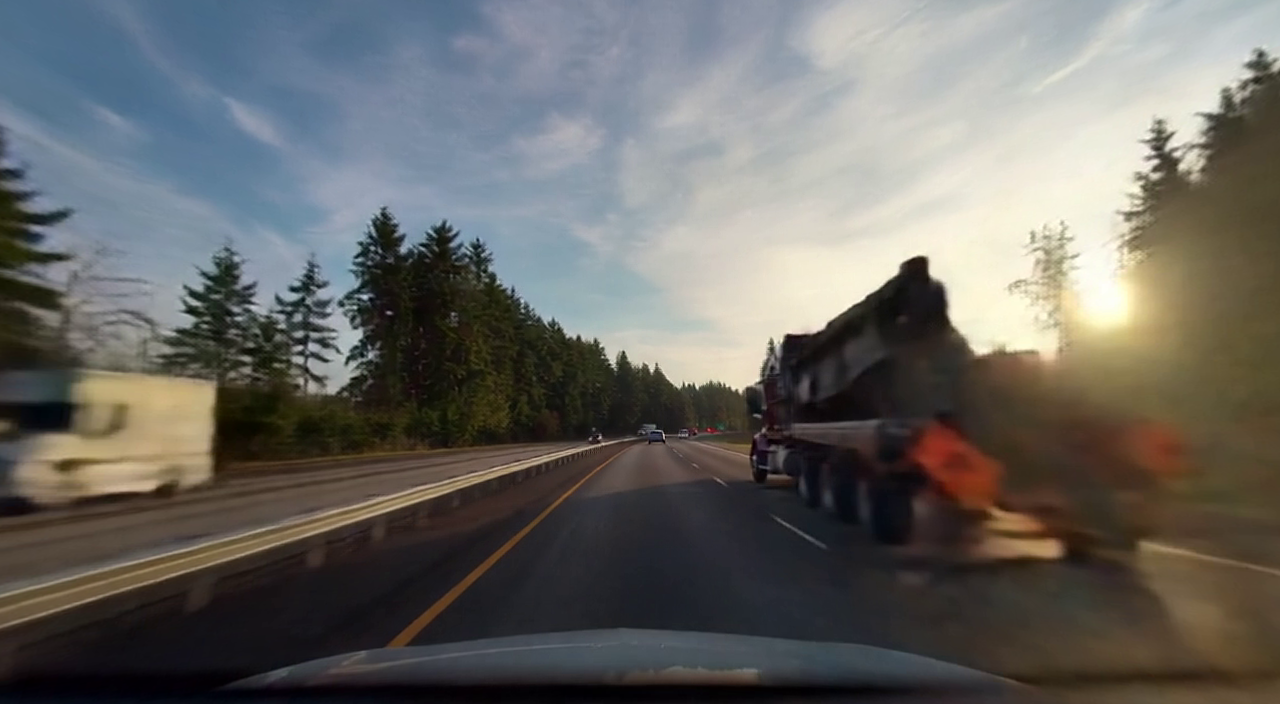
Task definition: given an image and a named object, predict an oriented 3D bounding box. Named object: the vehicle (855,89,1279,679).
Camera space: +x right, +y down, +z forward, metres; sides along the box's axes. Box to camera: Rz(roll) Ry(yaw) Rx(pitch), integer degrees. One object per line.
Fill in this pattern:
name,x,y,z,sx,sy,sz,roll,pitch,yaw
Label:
vehicle,4.338,0.406,6.038,2.749,3.357,4.979,0,-8,1
